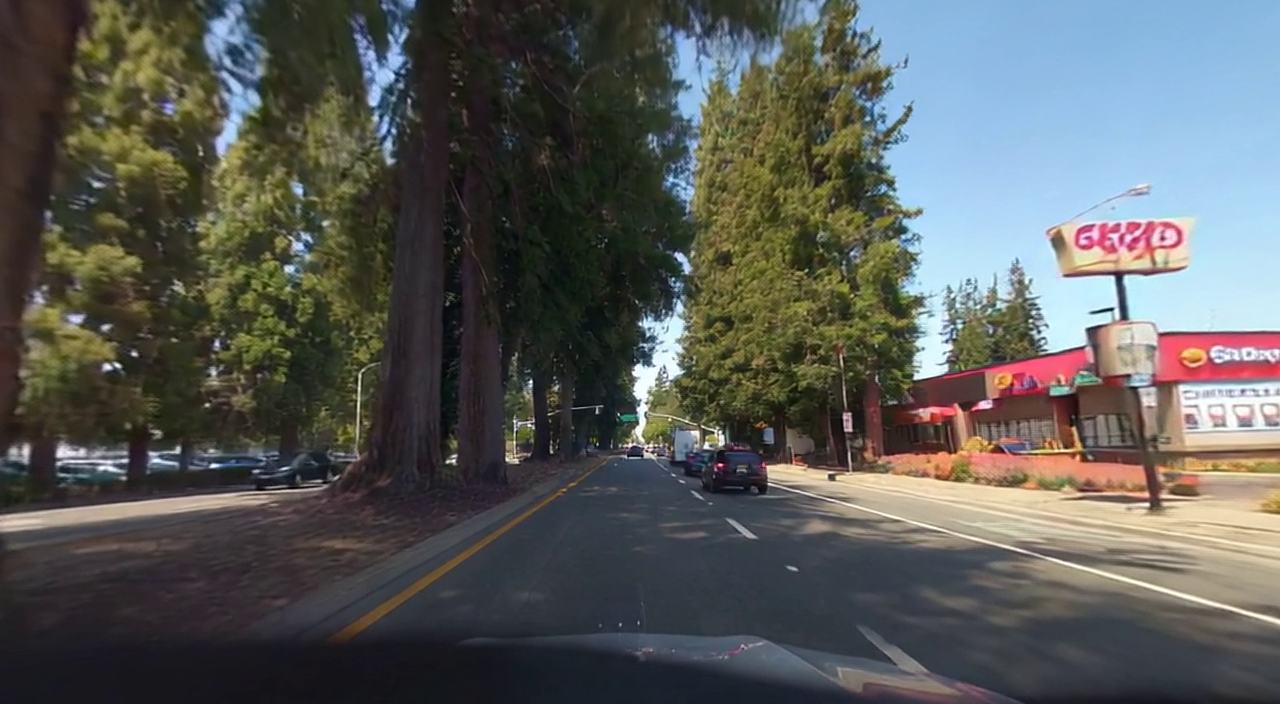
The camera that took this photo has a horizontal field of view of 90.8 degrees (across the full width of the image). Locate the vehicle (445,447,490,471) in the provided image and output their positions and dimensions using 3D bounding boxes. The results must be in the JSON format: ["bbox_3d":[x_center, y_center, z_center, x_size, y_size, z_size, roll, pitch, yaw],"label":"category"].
[{"bbox_3d":[-13.298,8.256,49.016,1.987,1.579,4.739,-3,-8,2],"label":"vehicle"}]

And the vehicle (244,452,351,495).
[{"bbox_3d":[-14.284,5.038,26.664,1.988,1.527,4.359,0,-8,2],"label":"vehicle"}]

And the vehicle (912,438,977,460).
[{"bbox_3d":[19.358,6.161,40.267,3.361,1.321,1.571,2,-8,-7],"label":"vehicle"}]

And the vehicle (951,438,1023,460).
[{"bbox_3d":[19.277,5.394,35.157,3.242,1.165,1.363,1,-7,-5],"label":"vehicle"}]

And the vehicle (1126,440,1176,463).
[{"bbox_3d":[40.226,7.833,49.795,2.355,1.684,4.061,-4,-9,30],"label":"vehicle"}]

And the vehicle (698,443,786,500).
[{"bbox_3d":[3.143,3.754,20.299,2.041,1.531,4.236,1,-8,-1],"label":"vehicle"}]
